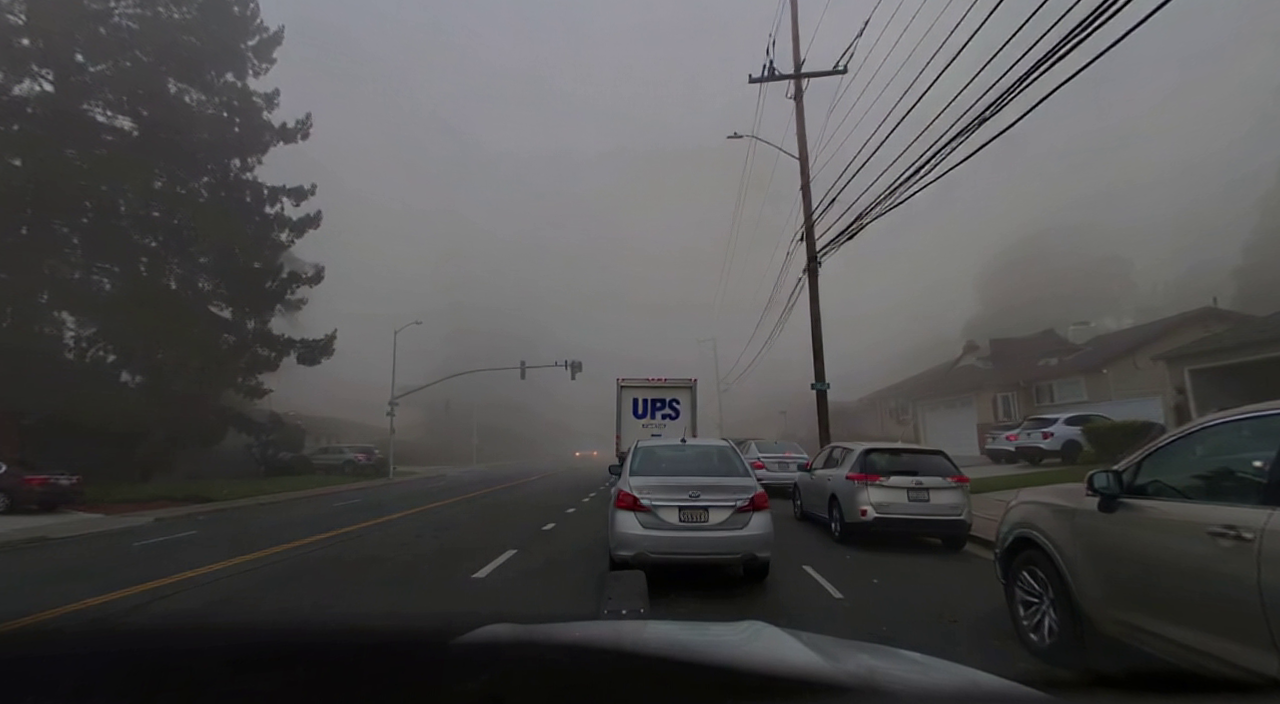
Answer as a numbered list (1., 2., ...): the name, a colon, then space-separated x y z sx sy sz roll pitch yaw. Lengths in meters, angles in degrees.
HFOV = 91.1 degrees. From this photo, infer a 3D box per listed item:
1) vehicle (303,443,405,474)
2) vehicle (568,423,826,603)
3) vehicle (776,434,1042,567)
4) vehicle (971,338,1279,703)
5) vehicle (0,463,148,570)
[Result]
1. vehicle: -17.397 6.472 38.312 5.274 1.793 1.921 0 -8 3
2. vehicle: 0.475 1.678 7.519 2.158 1.499 4.377 0 -8 0
3. vehicle: 3.518 2.012 9.361 1.993 1.479 4.487 0 -8 0
4. vehicle: 3.308 0.771 1.911 2.069 1.722 4.888 0 -8 2
5. vehicle: -10.349 2.495 9.496 1.925 1.482 4.753 0 -8 0
